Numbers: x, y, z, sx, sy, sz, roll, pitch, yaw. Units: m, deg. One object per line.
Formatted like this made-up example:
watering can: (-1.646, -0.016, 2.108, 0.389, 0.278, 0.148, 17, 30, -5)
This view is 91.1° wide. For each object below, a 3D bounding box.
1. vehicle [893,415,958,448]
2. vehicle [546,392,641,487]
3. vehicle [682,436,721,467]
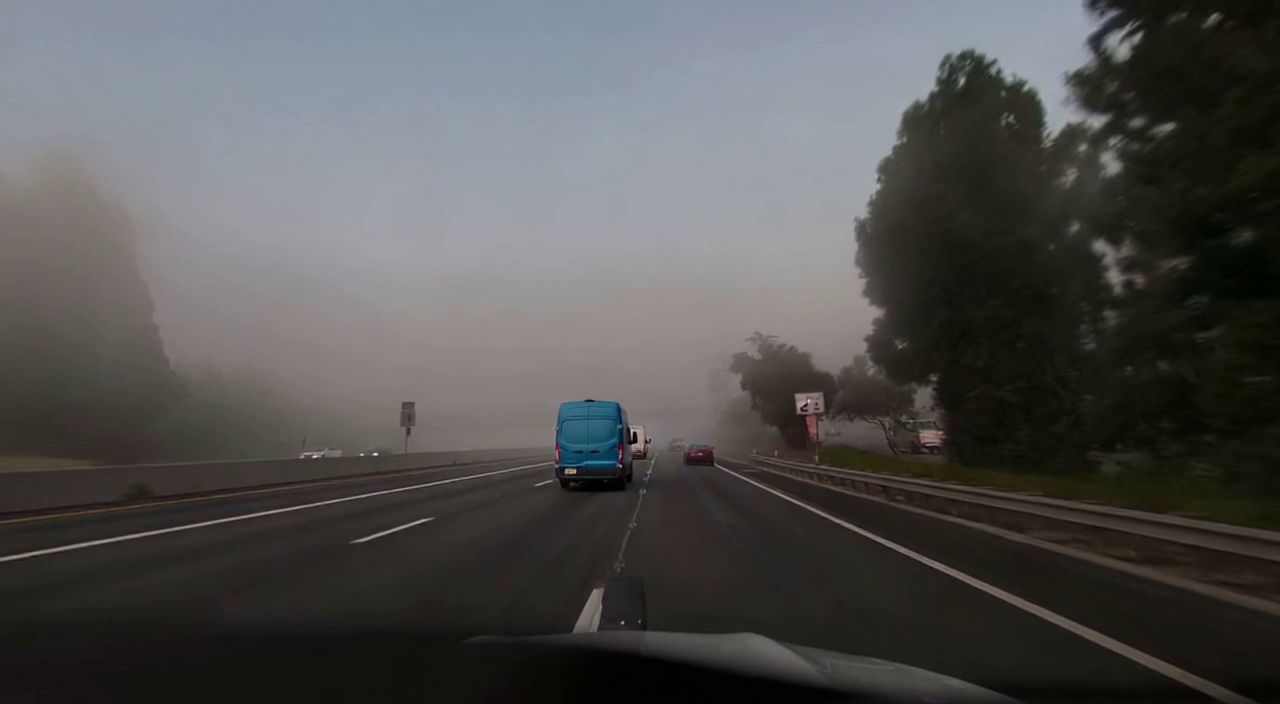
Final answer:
vehicle: (20.376, 5.784, 45.174, 2.445, 2.240, 5.659, -1, -8, 5)
vehicle: (-1.355, 2.967, 21.185, 2.476, 2.776, 5.598, -1, -8, 3)
vehicle: (3.479, 5.758, 36.394, 1.987, 1.648, 3.984, 0, -8, 2)
